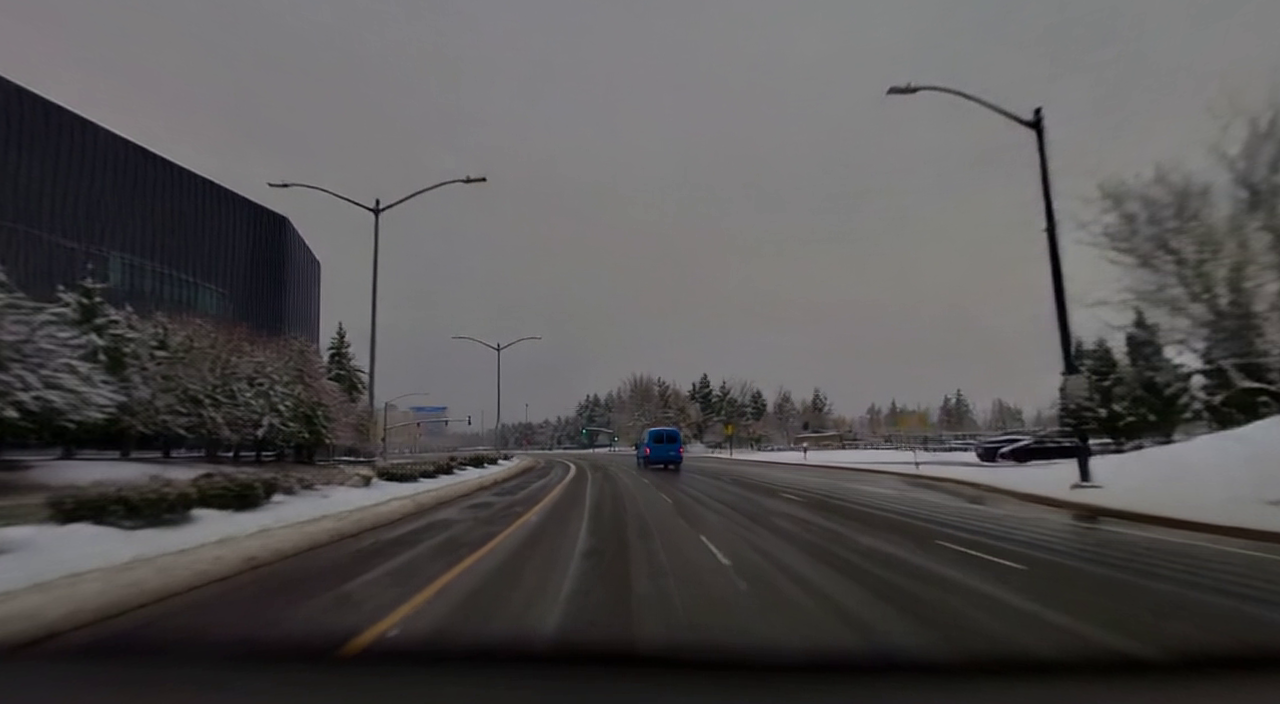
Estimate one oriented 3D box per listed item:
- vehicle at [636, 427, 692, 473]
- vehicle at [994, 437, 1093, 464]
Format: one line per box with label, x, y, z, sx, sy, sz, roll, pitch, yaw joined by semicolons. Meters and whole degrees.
vehicle;1.178;5.186;33.421;2.339;2.244;4.817;1;-8;-6
vehicle;23.045;5.622;36.058;4.271;1.470;1.940;-1;-8;1
